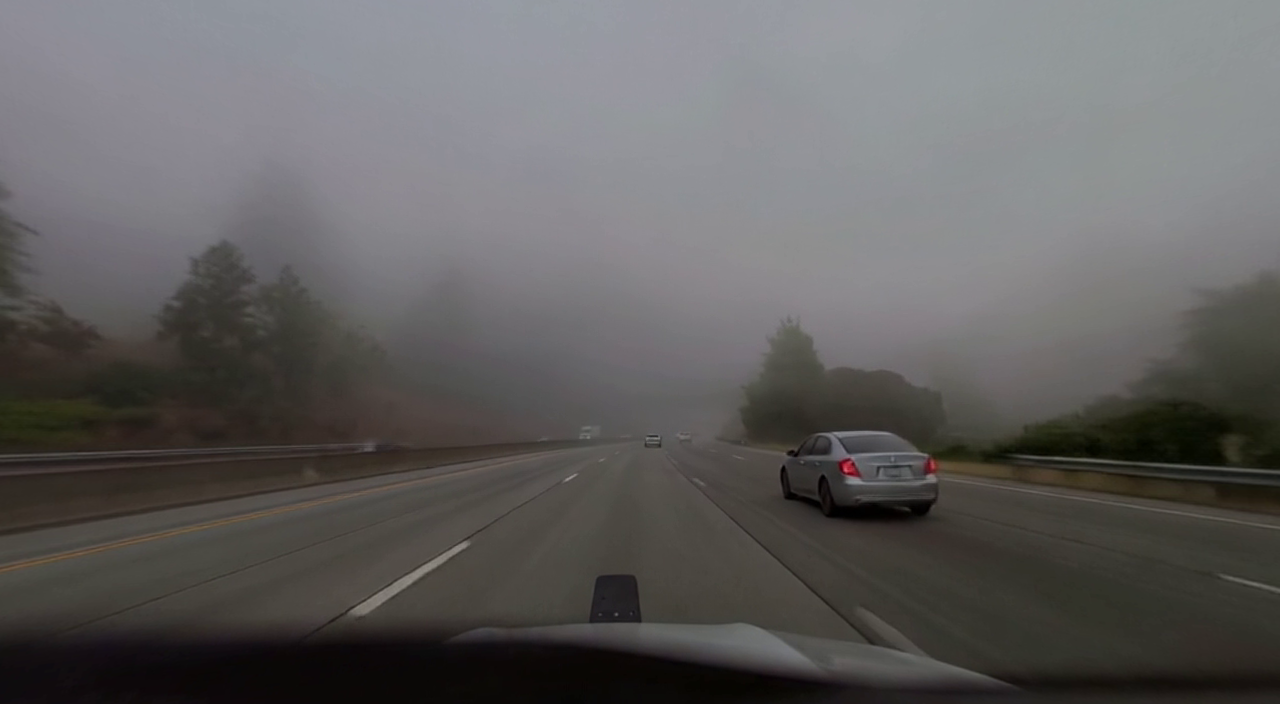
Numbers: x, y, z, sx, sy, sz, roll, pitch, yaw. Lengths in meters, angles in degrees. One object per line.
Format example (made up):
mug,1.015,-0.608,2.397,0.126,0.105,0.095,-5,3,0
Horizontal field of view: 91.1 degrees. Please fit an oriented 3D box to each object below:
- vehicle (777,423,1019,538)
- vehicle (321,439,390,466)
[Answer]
vehicle,3.769,1.924,10.204,1.982,1.452,4.294,0,-8,-2
vehicle,-16.777,5.927,37.324,1.901,1.459,4.603,0,-8,0
